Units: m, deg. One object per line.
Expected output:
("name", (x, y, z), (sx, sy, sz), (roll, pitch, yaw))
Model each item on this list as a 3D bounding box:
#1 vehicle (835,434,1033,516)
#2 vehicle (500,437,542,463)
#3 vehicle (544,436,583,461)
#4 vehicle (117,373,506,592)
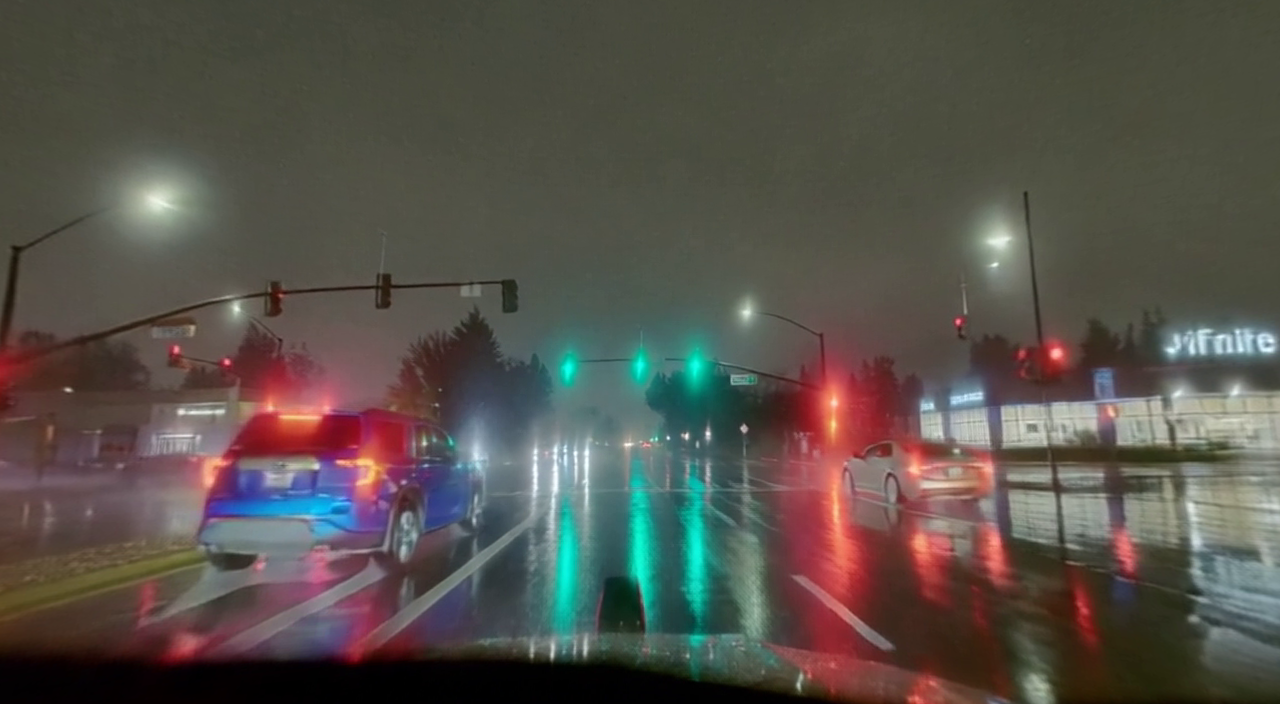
("vehicle", (6.086, 2.590, 13.897), (1.972, 1.476, 4.775), (0, -8, -1))
("vehicle", (-8.695, 7.193, 46.663), (2.273, 1.791, 4.809), (0, -8, -1))
("vehicle", (-5.749, 7.306, 47.994), (2.384, 1.787, 5.038), (0, -8, -1))
("vehicle", (-3.364, 1.494, 8.040), (2.313, 1.883, 5.016), (0, -8, -1))
